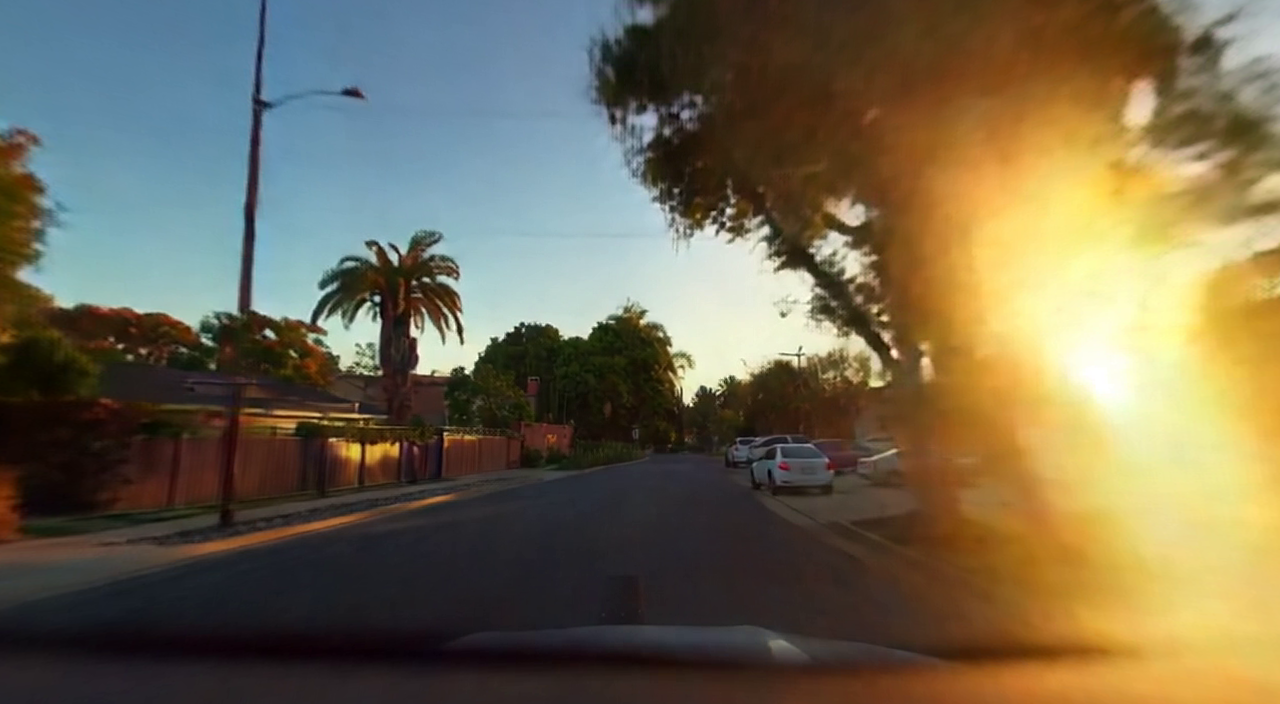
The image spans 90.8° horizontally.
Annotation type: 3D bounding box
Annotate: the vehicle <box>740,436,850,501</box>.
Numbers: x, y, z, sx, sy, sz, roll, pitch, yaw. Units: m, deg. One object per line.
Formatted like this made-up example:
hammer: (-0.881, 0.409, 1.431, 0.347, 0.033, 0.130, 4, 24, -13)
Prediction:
vehicle: (4.363, 3.344, 18.590, 2.051, 1.676, 4.497, 0, -9, -1)

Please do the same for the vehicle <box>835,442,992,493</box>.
vehicle: (8.427, 3.572, 19.762, 4.057, 1.483, 1.828, 0, -8, 0)

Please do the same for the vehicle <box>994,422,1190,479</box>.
vehicle: (13.207, 2.882, 18.803, 4.246, 1.488, 1.943, -1, -8, 15)
